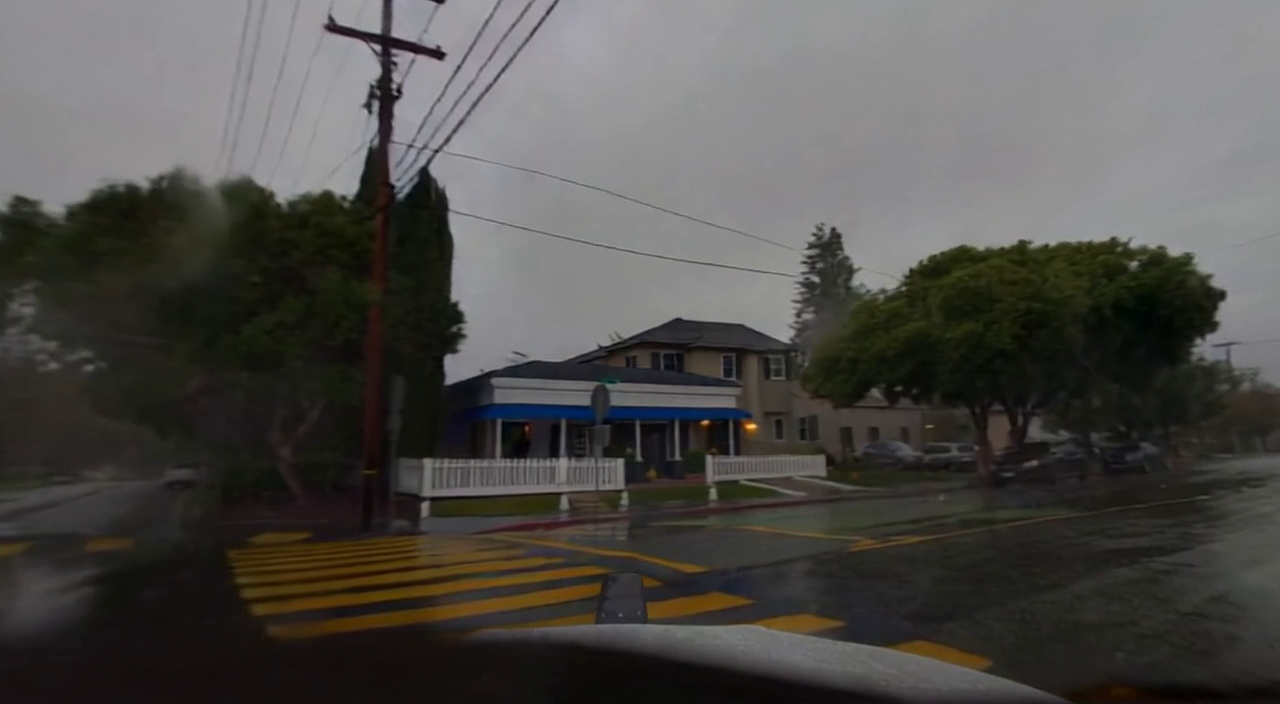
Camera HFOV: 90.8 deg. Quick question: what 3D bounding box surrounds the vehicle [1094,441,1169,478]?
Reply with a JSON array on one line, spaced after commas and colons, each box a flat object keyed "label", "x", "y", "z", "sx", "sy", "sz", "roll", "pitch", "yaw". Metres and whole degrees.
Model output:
[{"label": "vehicle", "x": 26.206, "y": 5.674, "z": 33.621, "sx": 4.274, "sy": 1.785, "sz": 1.970, "roll": 6, "pitch": -11, "yaw": -37}]

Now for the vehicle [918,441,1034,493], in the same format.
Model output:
[{"label": "vehicle", "x": 12.661, "y": 4.245, "z": 23.733, "sx": 4.509, "sy": 1.775, "sz": 1.975, "roll": 6, "pitch": -11, "yaw": -36}]

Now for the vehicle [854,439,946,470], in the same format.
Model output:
[{"label": "vehicle", "x": 15.239, "y": 6.020, "z": 37.272, "sx": 2.033, "sy": 1.725, "sz": 4.492, "roll": 7, "pitch": -11, "yaw": -39}]

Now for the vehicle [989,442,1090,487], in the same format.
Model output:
[{"label": "vehicle", "x": 16.935, "y": 4.697, "z": 26.731, "sx": 4.318, "sy": 1.723, "sz": 1.913, "roll": 6, "pitch": -10, "yaw": -34}]
